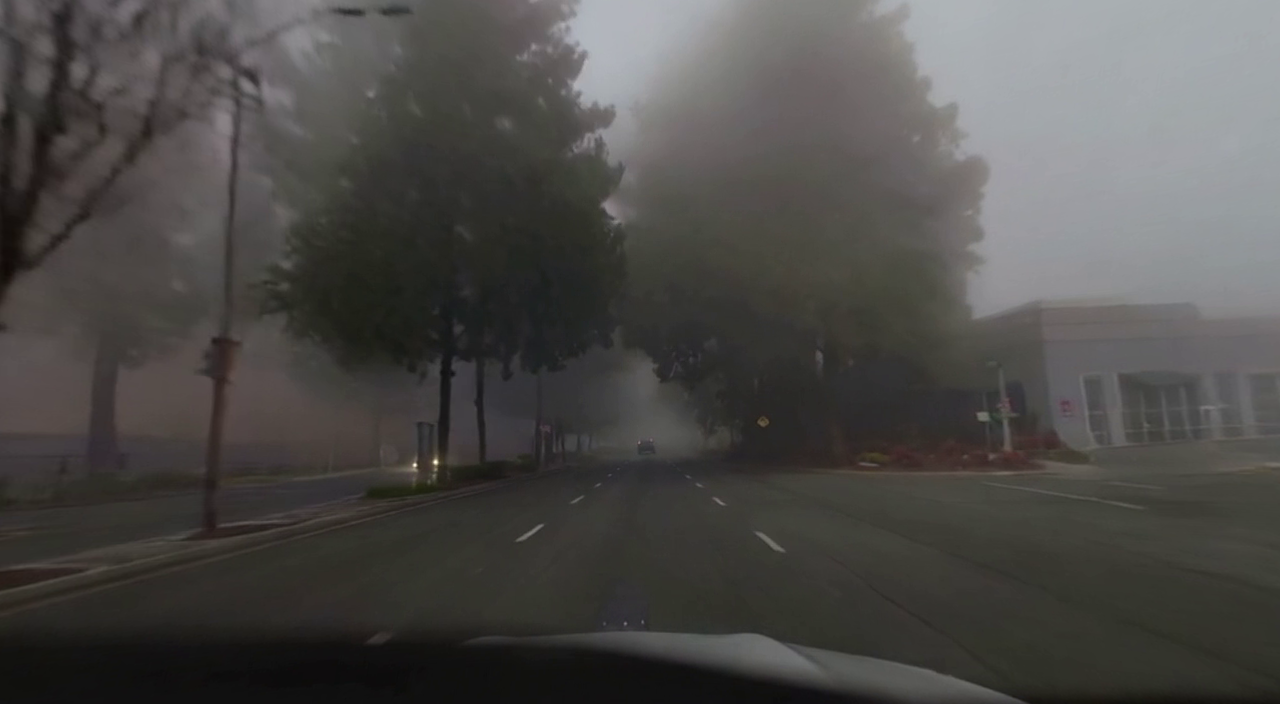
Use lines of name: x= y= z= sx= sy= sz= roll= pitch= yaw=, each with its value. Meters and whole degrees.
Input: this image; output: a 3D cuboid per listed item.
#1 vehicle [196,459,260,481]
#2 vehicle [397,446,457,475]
vehicle: x=-31.698 y=9.079 z=48.672 sx=1.876 sy=1.470 sz=4.706 roll=0 pitch=-8 yaw=-2
vehicle: x=-12.119 y=6.181 z=36.194 sx=1.882 sy=1.541 sz=4.280 roll=0 pitch=-8 yaw=1
